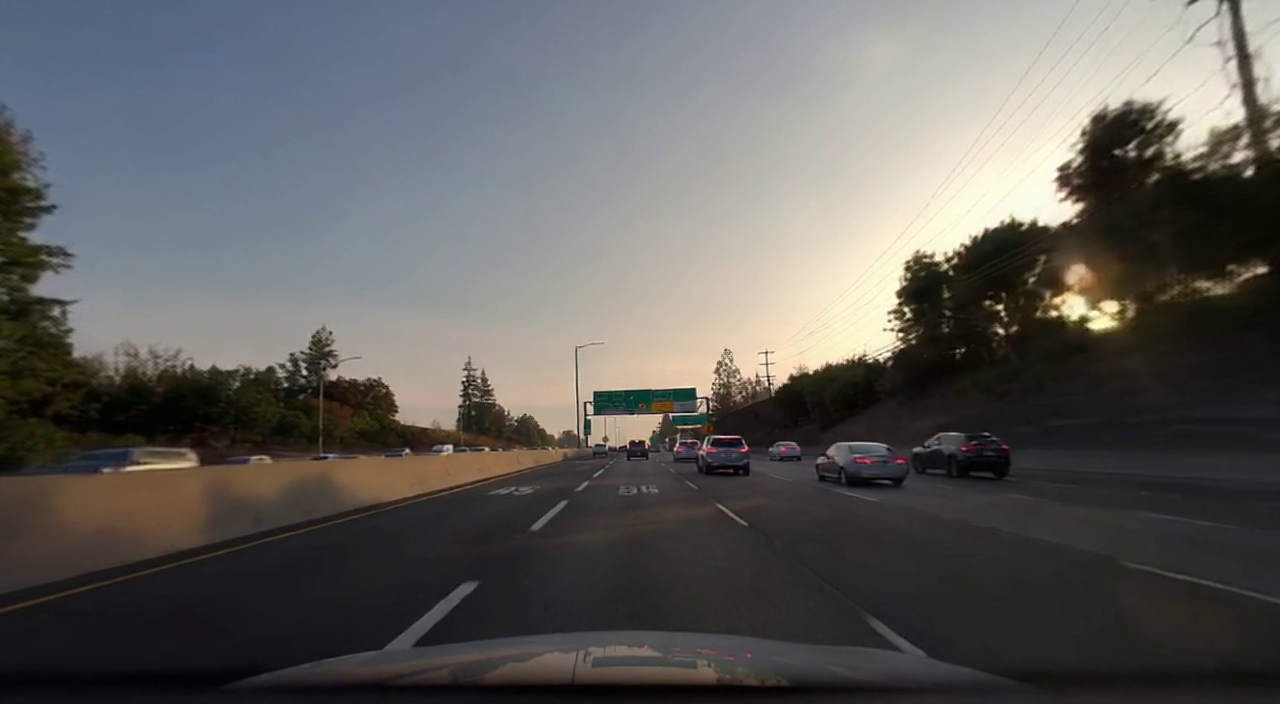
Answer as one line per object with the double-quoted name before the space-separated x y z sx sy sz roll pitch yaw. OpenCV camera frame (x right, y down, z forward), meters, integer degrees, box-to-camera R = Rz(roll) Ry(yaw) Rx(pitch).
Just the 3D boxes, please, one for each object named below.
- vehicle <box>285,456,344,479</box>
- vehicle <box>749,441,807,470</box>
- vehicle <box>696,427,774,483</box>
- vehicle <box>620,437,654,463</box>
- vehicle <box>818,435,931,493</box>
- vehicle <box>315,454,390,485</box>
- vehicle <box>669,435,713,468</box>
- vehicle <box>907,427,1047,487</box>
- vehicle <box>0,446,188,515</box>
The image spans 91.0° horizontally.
"vehicle" -23.301 8.246 45.194 1.794 1.456 4.630 0 -8 -1
"vehicle" 7.437 5.595 34.306 1.964 1.475 4.310 0 -8 -3
"vehicle" 3.485 3.894 24.052 2.095 1.886 4.727 0 -8 -2
"vehicle" -0.240 7.157 45.979 2.314 1.796 4.254 0 -8 -1
"vehicle" 6.830 3.289 18.800 1.836 1.527 3.783 0 -8 -1
"vehicle" -15.297 6.244 33.796 1.878 1.486 4.580 0 -8 0
"vehicle" 2.984 6.006 38.128 2.152 1.821 4.853 0 -8 -1
"vehicle" 10.693 3.366 20.478 1.925 1.708 4.643 0 -8 -1
"vehicle" -18.940 4.282 21.775 2.413 2.039 5.671 0 -8 -1
